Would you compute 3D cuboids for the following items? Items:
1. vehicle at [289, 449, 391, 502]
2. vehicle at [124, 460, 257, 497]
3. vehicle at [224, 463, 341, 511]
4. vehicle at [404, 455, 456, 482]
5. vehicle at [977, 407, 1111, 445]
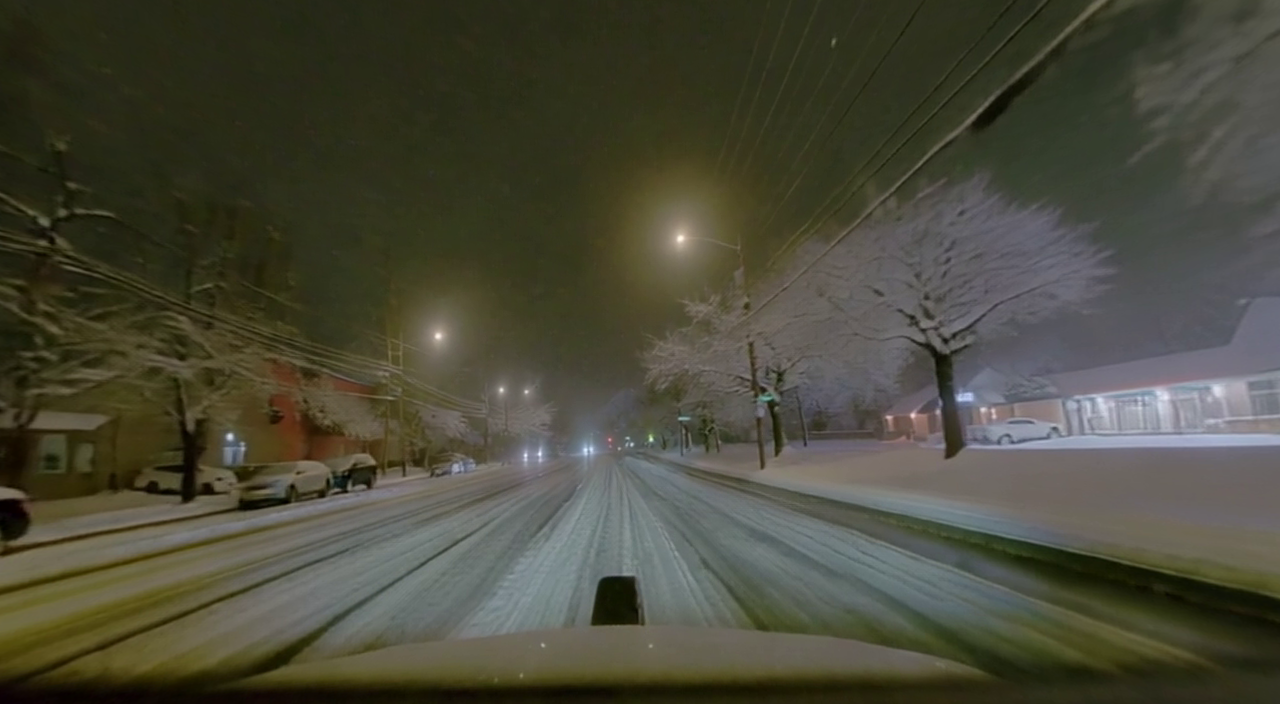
[{"bbox_3d":[-13.179,5.407,28.141,2.351,1.905,5.138,-4,-9,-4],"label":"vehicle"},{"bbox_3d":[-25.302,7.114,35.735,5.661,1.896,2.302,0,-9,-2],"label":"vehicle"},{"bbox_3d":[-12.901,4.848,23.131,1.958,1.457,4.254,0,-9,-3],"label":"vehicle"},{"bbox_3d":[-13.565,7.519,41.169,1.897,1.564,4.875,0,-9,-2],"label":"vehicle"},{"bbox_3d":[24.083,4.539,37.997,2.392,1.996,6.238,5,-10,-33],"label":"vehicle"}]
